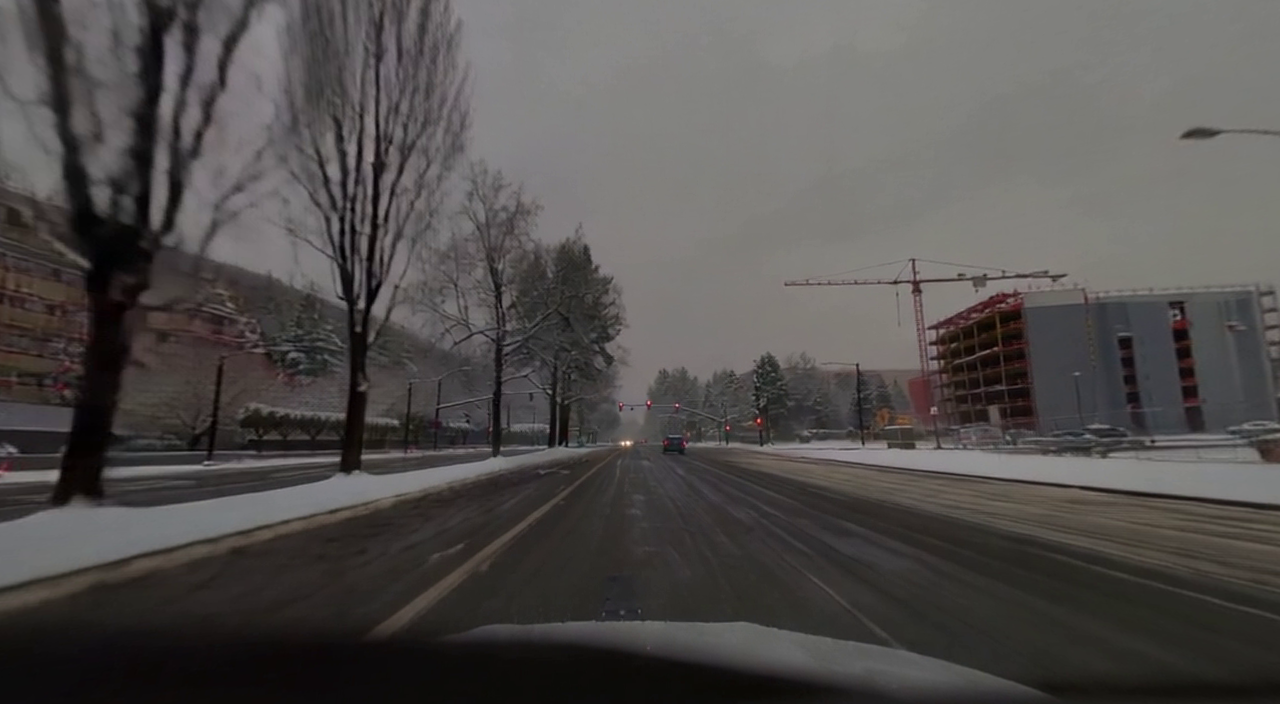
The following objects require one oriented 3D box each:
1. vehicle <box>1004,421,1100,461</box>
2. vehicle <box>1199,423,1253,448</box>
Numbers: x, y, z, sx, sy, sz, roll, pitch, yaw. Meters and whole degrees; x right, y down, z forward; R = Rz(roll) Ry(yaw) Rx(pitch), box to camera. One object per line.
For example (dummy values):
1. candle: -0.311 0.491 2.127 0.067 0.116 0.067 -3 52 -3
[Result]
1. vehicle: 20.508 4.406 31.771 2.222 1.742 5.231 0 -7 12
2. vehicle: 41.194 5.893 44.494 2.265 1.646 4.432 -6 -10 37
